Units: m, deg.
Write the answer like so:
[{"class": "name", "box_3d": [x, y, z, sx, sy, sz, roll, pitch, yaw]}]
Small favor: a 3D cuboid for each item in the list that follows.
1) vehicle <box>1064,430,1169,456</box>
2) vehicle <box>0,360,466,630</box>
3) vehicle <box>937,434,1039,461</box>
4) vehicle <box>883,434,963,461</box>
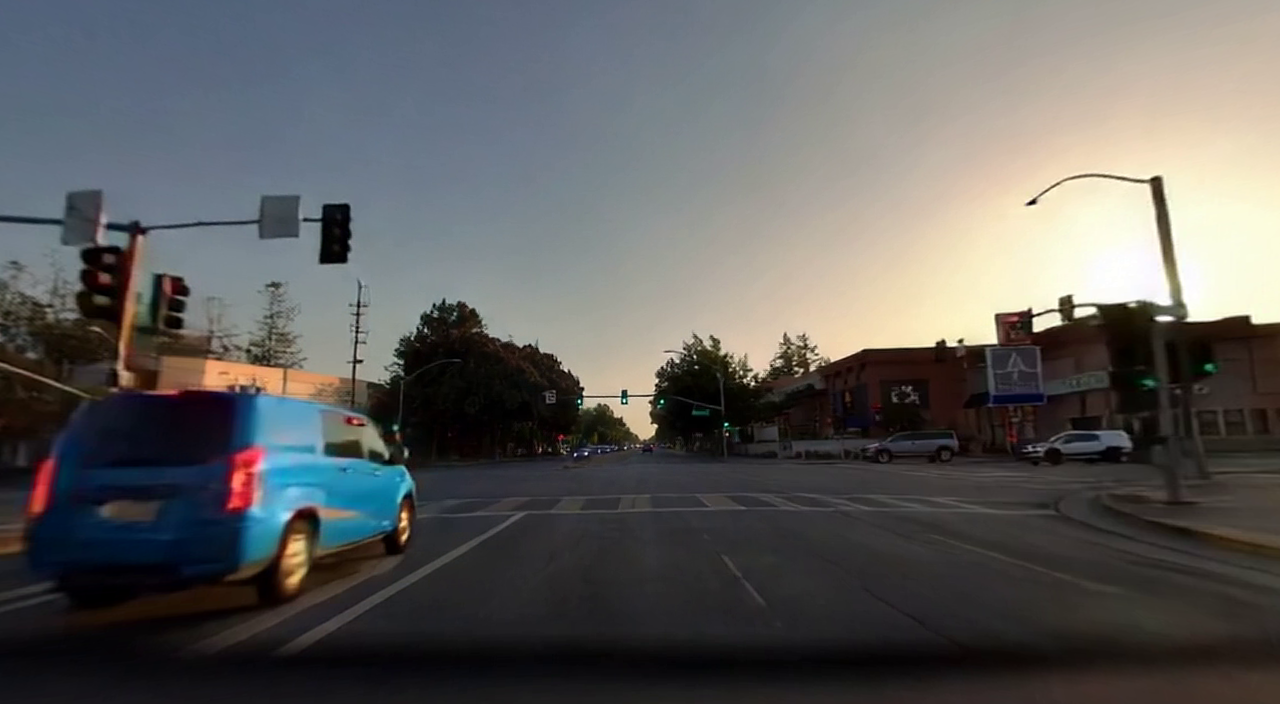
[{"class": "vehicle", "box_3d": [28.973, 5.537, 38.507, 4.768, 1.525, 1.919, 0, -8, 0]}, {"class": "vehicle", "box_3d": [-3.851, 1.437, 7.383, 2.206, 2.007, 5.190, 0, -8, -1]}, {"class": "vehicle", "box_3d": [19.725, 5.442, 35.939, 4.615, 1.474, 2.004, 0, -8, 0]}, {"class": "vehicle", "box_3d": [18.900, 6.378, 42.257, 4.364, 1.737, 1.967, 0, -8, -1]}]
